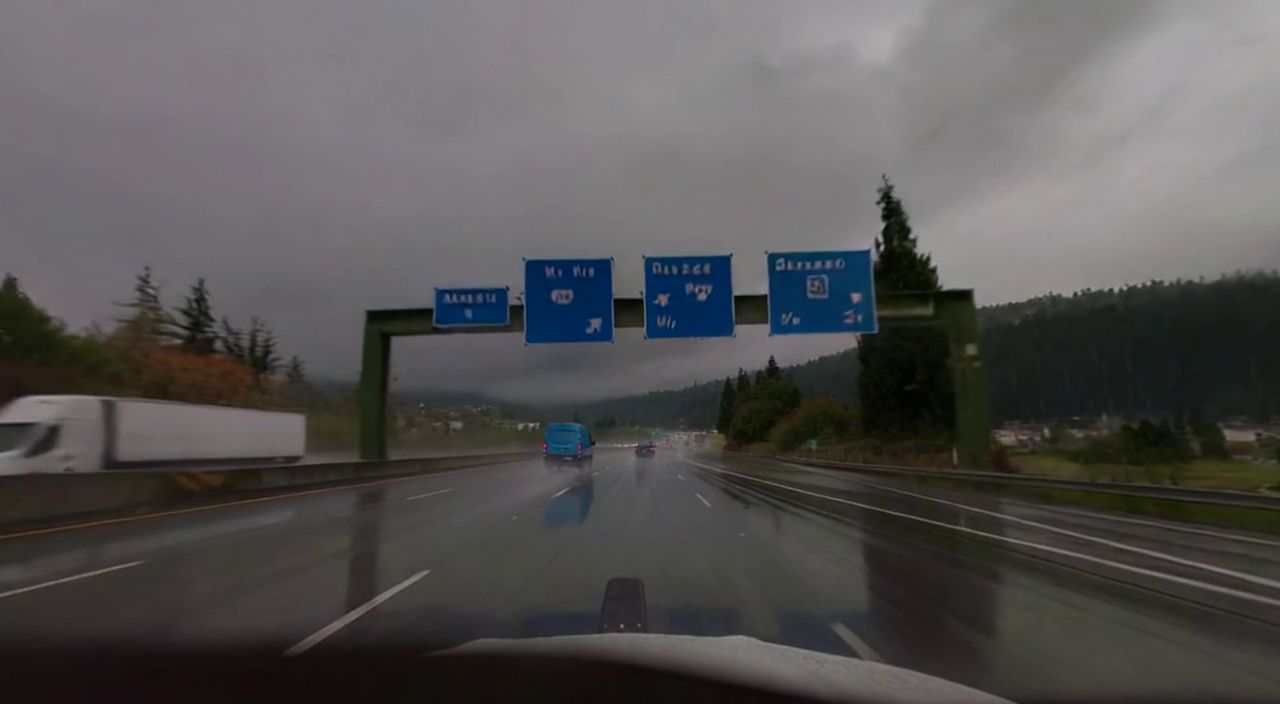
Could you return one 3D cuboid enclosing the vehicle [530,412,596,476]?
[{"bbox_3d":[-3.552,4.469,30.502,2.382,2.736,5.982,0,-9,0],"label":"vehicle"}]

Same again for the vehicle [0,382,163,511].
[{"bbox_3d":[-20.369,3.239,21.727,2.966,3.817,5.992,0,-9,0],"label":"vehicle"}]
